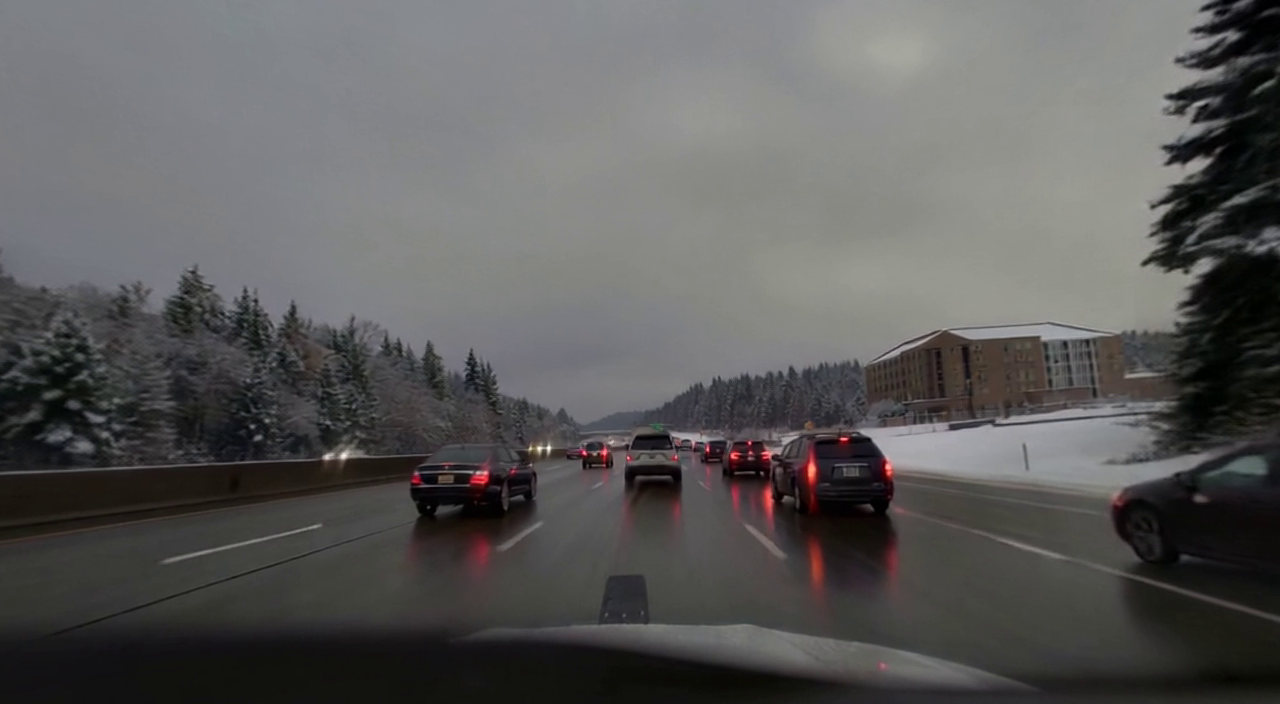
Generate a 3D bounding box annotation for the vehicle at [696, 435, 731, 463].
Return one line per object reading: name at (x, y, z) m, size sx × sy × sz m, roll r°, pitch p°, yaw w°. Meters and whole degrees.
vehicle at (5.002, 6.680, 43.420) m, size 2.039 × 1.832 × 3.989 m, roll -1°, pitch -8°, yaw 2°

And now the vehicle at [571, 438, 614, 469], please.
vehicle at (-2.687, 5.880, 36.697) m, size 1.951 × 1.694 × 4.188 m, roll -1°, pitch -8°, yaw 3°

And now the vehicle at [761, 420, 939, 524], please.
vehicle at (3.932, 2.338, 12.811) m, size 2.156 × 1.701 × 4.494 m, roll -1°, pitch -8°, yaw 1°

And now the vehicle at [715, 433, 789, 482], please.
vehicle at (4.140, 3.974, 24.028) m, size 2.094 × 1.676 × 4.309 m, roll -1°, pitch -8°, yaw 1°

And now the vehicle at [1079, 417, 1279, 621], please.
vehicle at (5.691, 1.190, 4.440) m, size 2.053 × 1.473 × 4.383 m, roll -1°, pitch -8°, yaw 1°

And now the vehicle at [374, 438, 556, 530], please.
vehicle at (-3.128, 2.465, 12.564) m, size 1.965 × 1.443 × 4.968 m, roll -1°, pitch -8°, yaw 3°

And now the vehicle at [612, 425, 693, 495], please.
vehicle at (0.384, 3.193, 19.024) m, size 2.153 × 1.805 × 4.631 m, roll -1°, pitch -8°, yaw 1°

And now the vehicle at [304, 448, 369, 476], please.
vehicle at (-20.209, 7.311, 42.177) m, size 1.950 × 1.718 × 4.492 m, roll -1°, pitch -8°, yaw 2°
